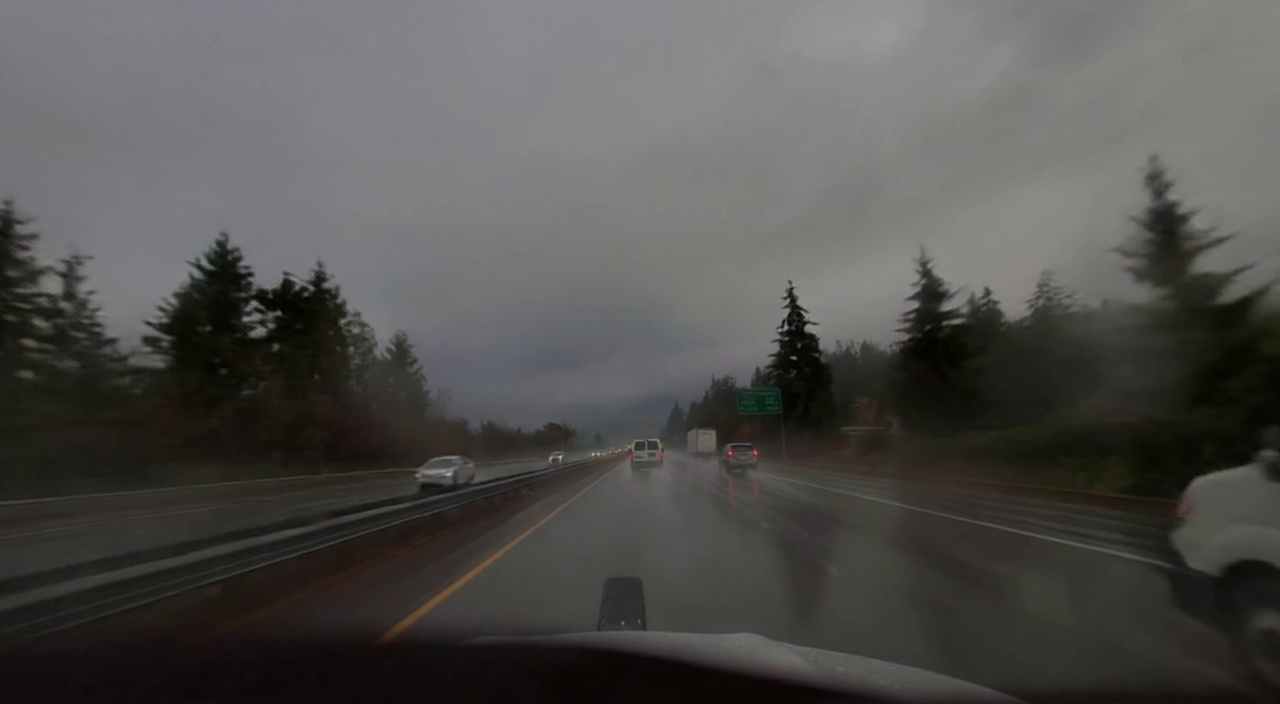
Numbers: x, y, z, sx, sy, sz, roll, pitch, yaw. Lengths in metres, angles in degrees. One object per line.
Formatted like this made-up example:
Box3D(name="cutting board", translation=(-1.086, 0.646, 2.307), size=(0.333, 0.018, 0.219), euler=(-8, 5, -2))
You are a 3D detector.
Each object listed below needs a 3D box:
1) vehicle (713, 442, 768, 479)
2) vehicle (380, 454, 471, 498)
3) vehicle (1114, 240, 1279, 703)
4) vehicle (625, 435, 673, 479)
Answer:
Box3D(name="vehicle", translation=(4.591, 5.005, 29.264), size=(1.868, 1.566, 3.509), euler=(0, -9, -2))
Box3D(name="vehicle", translation=(-8.632, 4.998, 25.876), size=(2.008, 1.540, 4.953), euler=(0, -9, 0))
Box3D(name="vehicle", translation=(4.115, 0.409, 1.469), size=(2.232, 2.290, 4.720), euler=(0, -9, 0))
Box3D(name="vehicle", translation=(0.404, 5.017, 30.224), size=(2.143, 1.925, 4.101), euler=(0, -9, 0))
